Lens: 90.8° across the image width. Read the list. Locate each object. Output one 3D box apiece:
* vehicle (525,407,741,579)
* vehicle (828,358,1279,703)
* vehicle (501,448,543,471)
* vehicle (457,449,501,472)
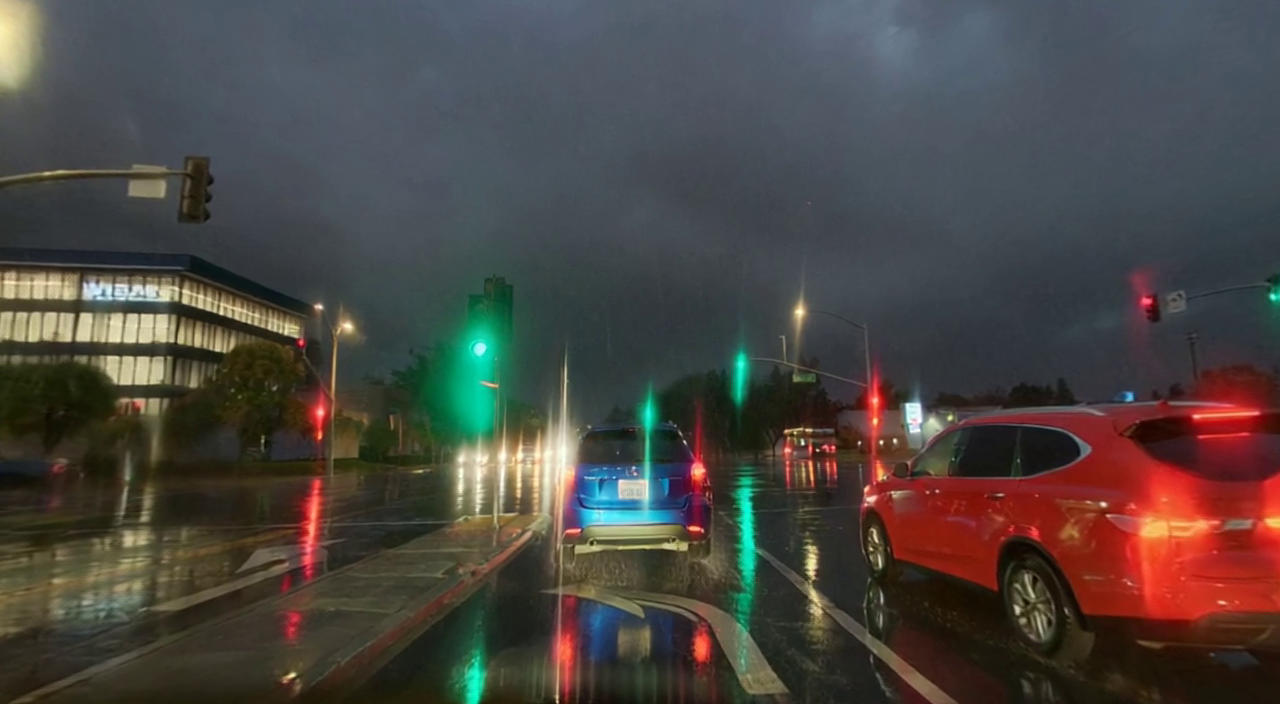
[{"bbox_3d":[-0.116,1.795,8.859,2.238,1.762,4.445,0,-9,-1],"label":"vehicle"},{"bbox_3d":[3.208,1.186,5.004,2.040,1.674,4.455,0,-9,0],"label":"vehicle"},{"bbox_3d":[-8.517,7.793,45.978,2.163,1.529,4.210,0,-9,1],"label":"vehicle"},{"bbox_3d":[-11.808,7.979,46.672,2.005,1.596,4.342,-1,-9,1],"label":"vehicle"}]
